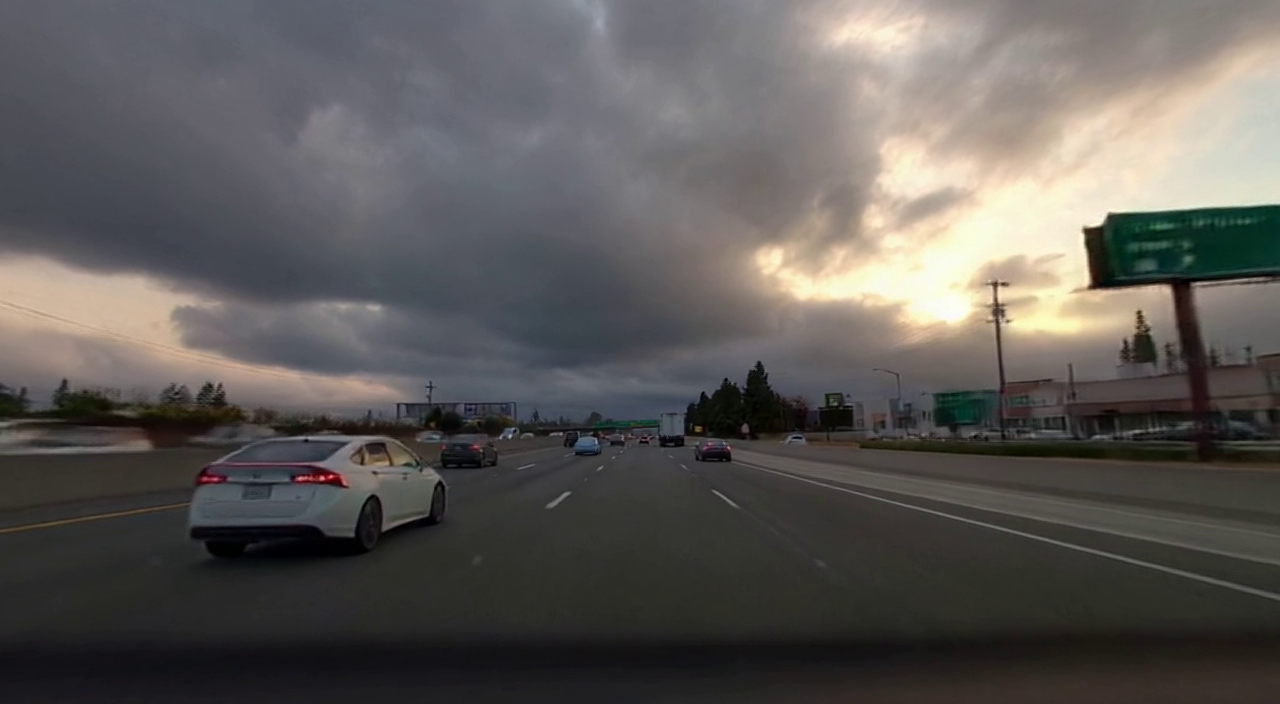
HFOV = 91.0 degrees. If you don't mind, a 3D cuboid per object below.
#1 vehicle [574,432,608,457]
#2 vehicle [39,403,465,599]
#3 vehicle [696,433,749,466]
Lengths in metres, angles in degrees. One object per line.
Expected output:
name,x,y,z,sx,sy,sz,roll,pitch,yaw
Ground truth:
vehicle,-3.300,6.385,43.247,2.001,1.577,4.055,0,-9,0
vehicle,-3.658,1.494,7.137,2.008,1.504,4.264,0,-9,2
vehicle,4.145,5.014,32.352,2.135,1.532,4.506,1,-9,0
